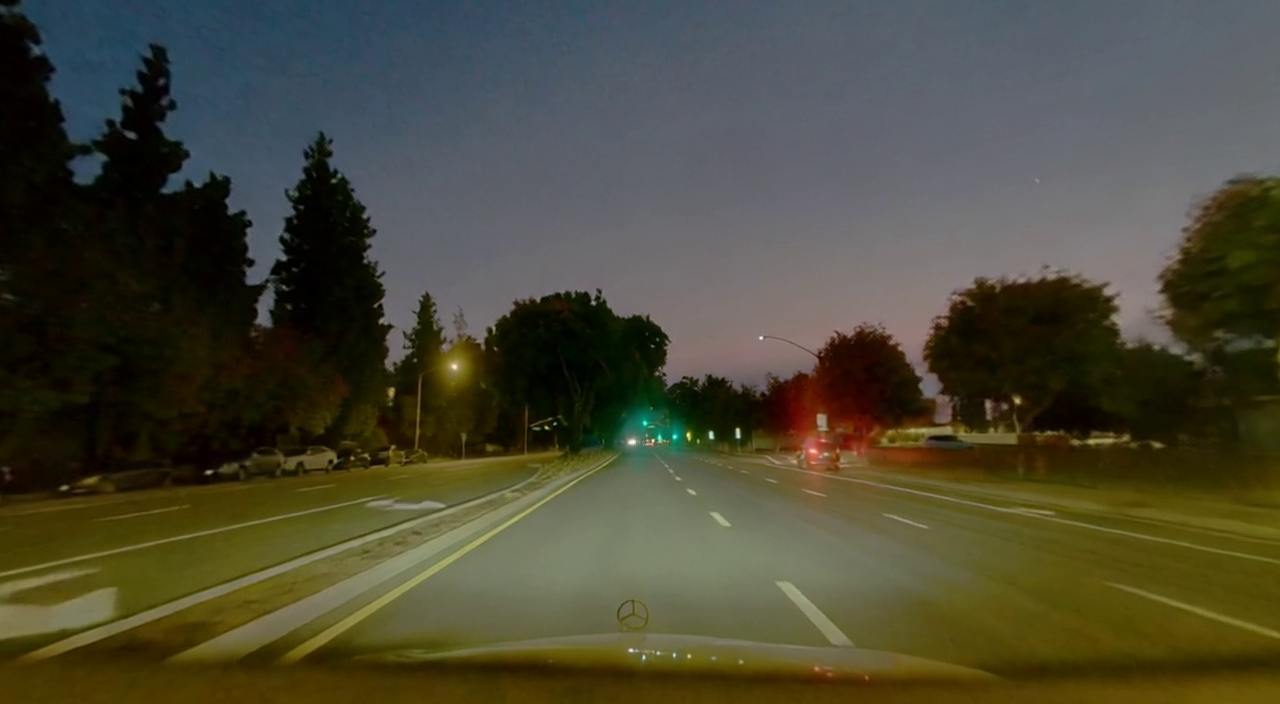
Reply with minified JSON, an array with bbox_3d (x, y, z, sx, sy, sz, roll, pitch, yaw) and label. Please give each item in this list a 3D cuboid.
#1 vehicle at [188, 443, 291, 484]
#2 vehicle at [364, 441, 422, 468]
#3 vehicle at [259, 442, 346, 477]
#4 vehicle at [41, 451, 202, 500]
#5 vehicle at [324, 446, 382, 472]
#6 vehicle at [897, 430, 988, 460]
[{"bbox_3d":[-18.015,4.999,28.644,1.952,1.649,4.414,0,-8,-3],"label":"vehicle"},{"bbox_3d":[-17.826,7.391,45.750,1.941,1.848,5.279,0,-8,1],"label":"vehicle"},{"bbox_3d":[-18.153,5.751,34.215,2.115,1.716,4.900,0,-8,-2],"label":"vehicle"},{"bbox_3d":[-18.044,4.271,22.272,1.839,1.456,4.507,0,-8,0],"label":"vehicle"},{"bbox_3d":[-18.178,6.776,40.102,1.736,1.489,4.347,0,-8,-2],"label":"vehicle"},{"bbox_3d":[22.213,6.838,46.400,5.532,2.065,2.166,-1,-8,0],"label":"vehicle"}]
